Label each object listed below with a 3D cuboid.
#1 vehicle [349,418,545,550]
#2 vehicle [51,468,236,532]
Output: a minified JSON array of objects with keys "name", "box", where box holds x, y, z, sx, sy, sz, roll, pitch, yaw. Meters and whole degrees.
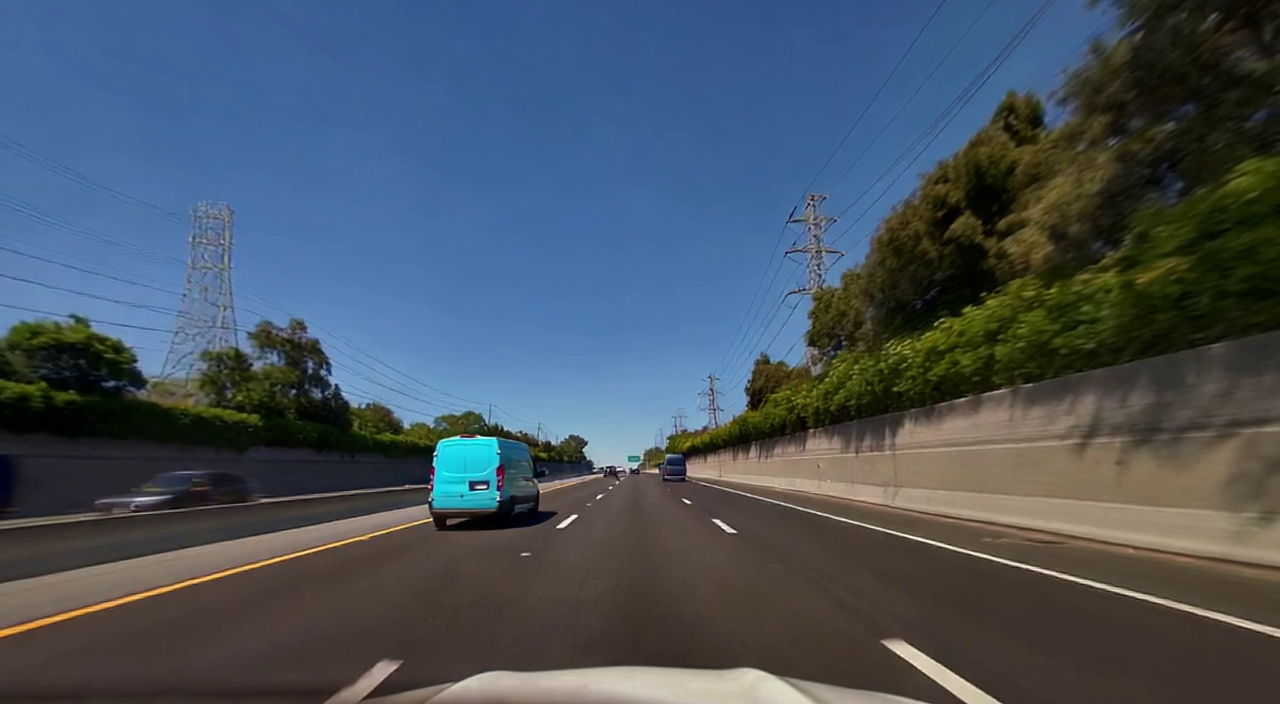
[{"name":"vehicle","box":[-3.383,2.497,12.271,2.324,2.008,4.654,1,-10,0]},{"name":"vehicle","box":[-12.927,3.849,16.760,1.823,1.457,3.720,1,-10,0]}]
